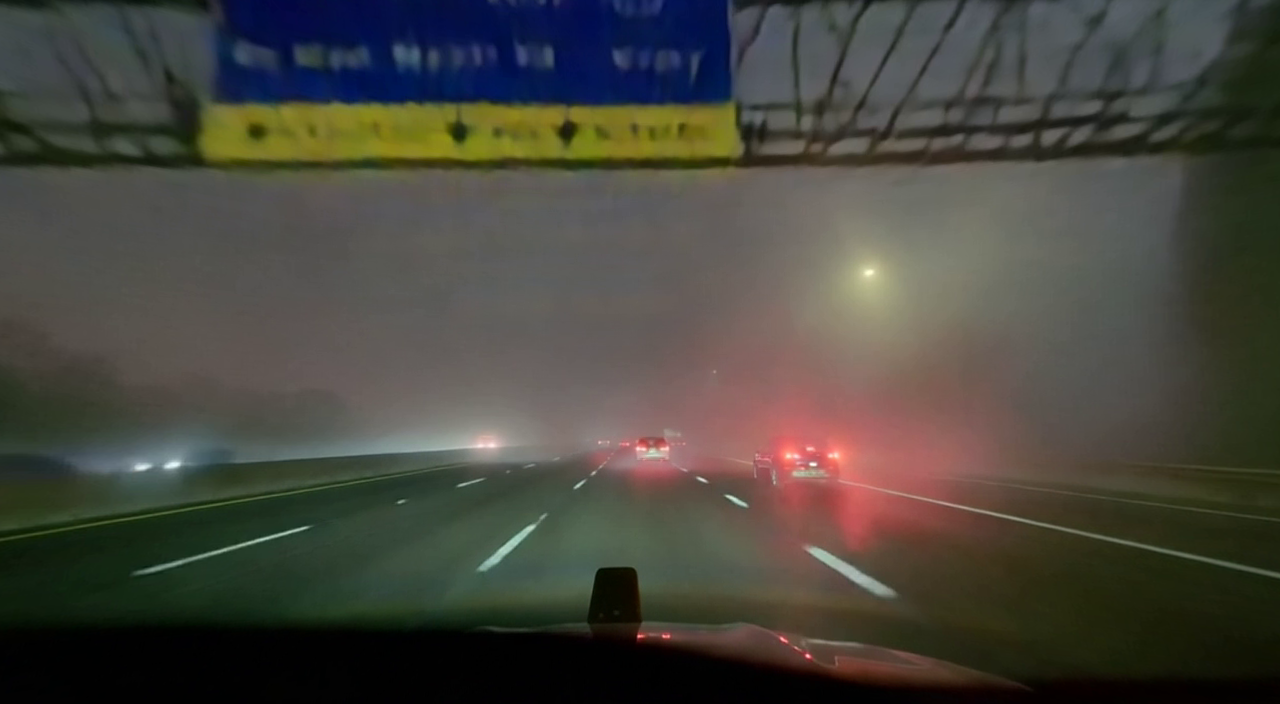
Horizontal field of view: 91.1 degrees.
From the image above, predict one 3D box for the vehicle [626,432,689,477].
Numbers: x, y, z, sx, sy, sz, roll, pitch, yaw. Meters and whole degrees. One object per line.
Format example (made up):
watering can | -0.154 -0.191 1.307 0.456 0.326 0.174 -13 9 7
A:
vehicle | 0.534 3.650 22.669 2.046 1.467 3.844 0 -8 -2
